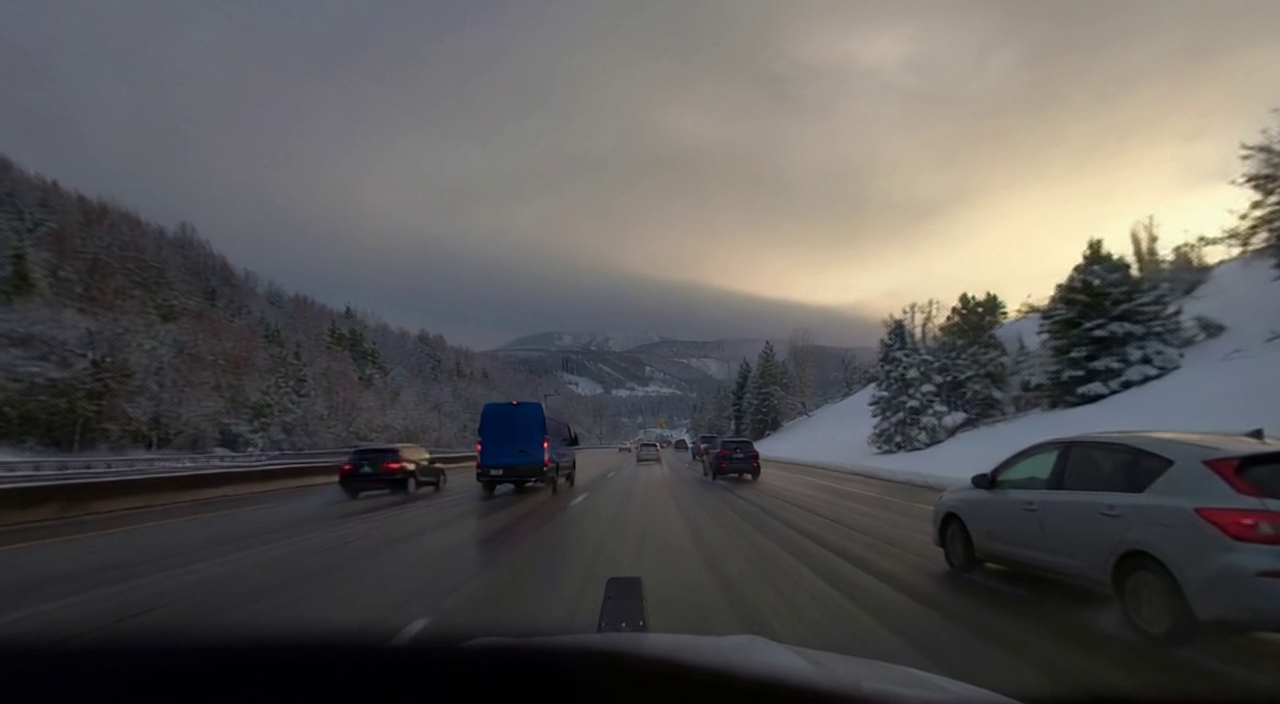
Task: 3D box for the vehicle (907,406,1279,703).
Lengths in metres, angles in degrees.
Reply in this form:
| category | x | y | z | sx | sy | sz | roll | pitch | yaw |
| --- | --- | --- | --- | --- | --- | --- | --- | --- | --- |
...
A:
| category | x | y | z | sx | sy | sz | roll | pitch | yaw |
| --- | --- | --- | --- | --- | --- | --- | --- | --- | --- |
| vehicle | 3.946 | 1.243 | 4.531 | 2.050 | 1.491 | 4.362 | 0 | -9 | -1 |

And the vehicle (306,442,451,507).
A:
| category | x | y | z | sx | sy | sz | roll | pitch | yaw |
| --- | --- | --- | --- | --- | --- | --- | --- | --- | --- |
| vehicle | -6.786 | 3.201 | 17.002 | 1.964 | 1.487 | 4.417 | 0 | -9 | 1 |

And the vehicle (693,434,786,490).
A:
| category | x | y | z | sx | sy | sz | roll | pitch | yaw |
| --- | --- | --- | --- | --- | --- | --- | --- | --- | --- |
| vehicle | 3.189 | 3.636 | 21.224 | 2.270 | 1.660 | 4.101 | 0 | -9 | -3 |

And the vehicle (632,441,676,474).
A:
| category | x | y | z | sx | sy | sz | roll | pitch | yaw |
| --- | --- | --- | --- | --- | --- | --- | --- | --- | --- |
| vehicle | 0.660 | 5.306 | 31.891 | 2.054 | 1.504 | 3.890 | 0 | -9 | 0 |

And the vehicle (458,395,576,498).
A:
| category | x | y | z | sx | sy | sz | roll | pitch | yaw |
| --- | --- | --- | --- | --- | --- | --- | --- | --- | --- |
| vehicle | -3.488 | 2.886 | 19.360 | 2.396 | 2.664 | 5.735 | 0 | -9 | 0 |
